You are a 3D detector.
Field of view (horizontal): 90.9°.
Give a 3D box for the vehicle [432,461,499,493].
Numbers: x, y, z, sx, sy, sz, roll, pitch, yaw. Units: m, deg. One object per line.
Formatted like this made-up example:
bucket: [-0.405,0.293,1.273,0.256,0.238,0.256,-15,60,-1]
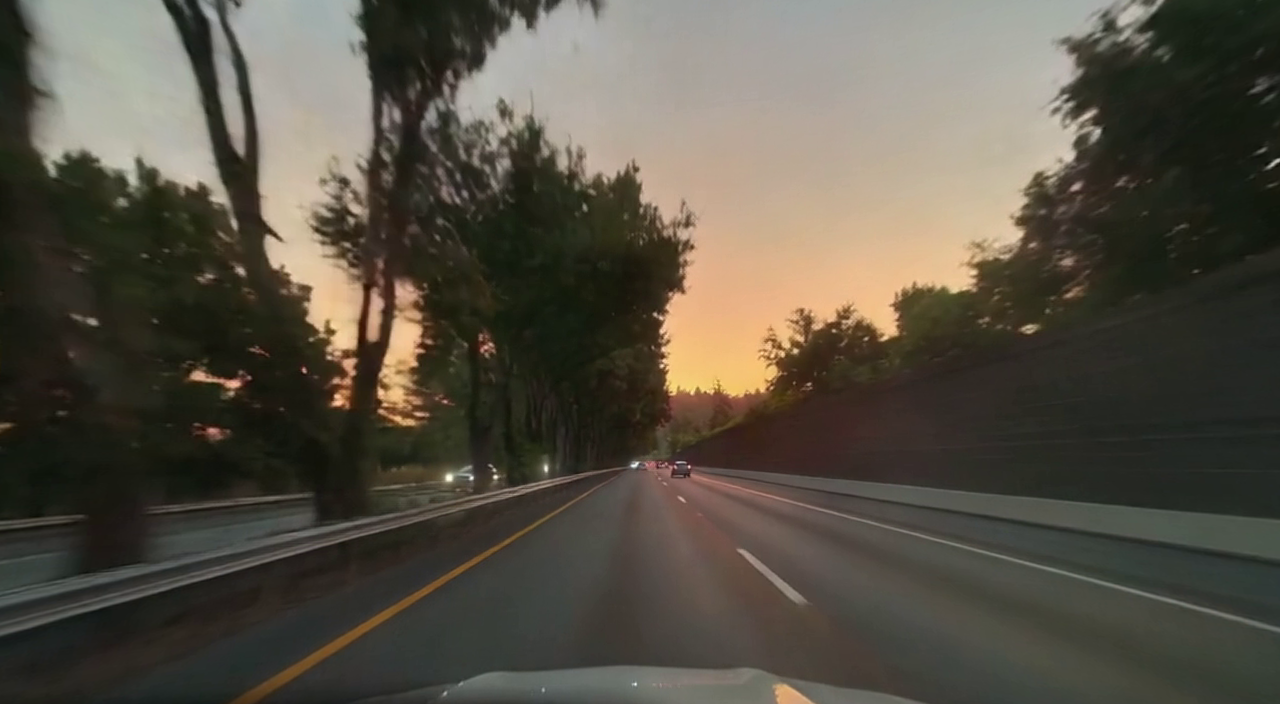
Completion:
vehicle: [-8.512,6.141,31.158,1.980,1.438,4.437,1,-10,0]
